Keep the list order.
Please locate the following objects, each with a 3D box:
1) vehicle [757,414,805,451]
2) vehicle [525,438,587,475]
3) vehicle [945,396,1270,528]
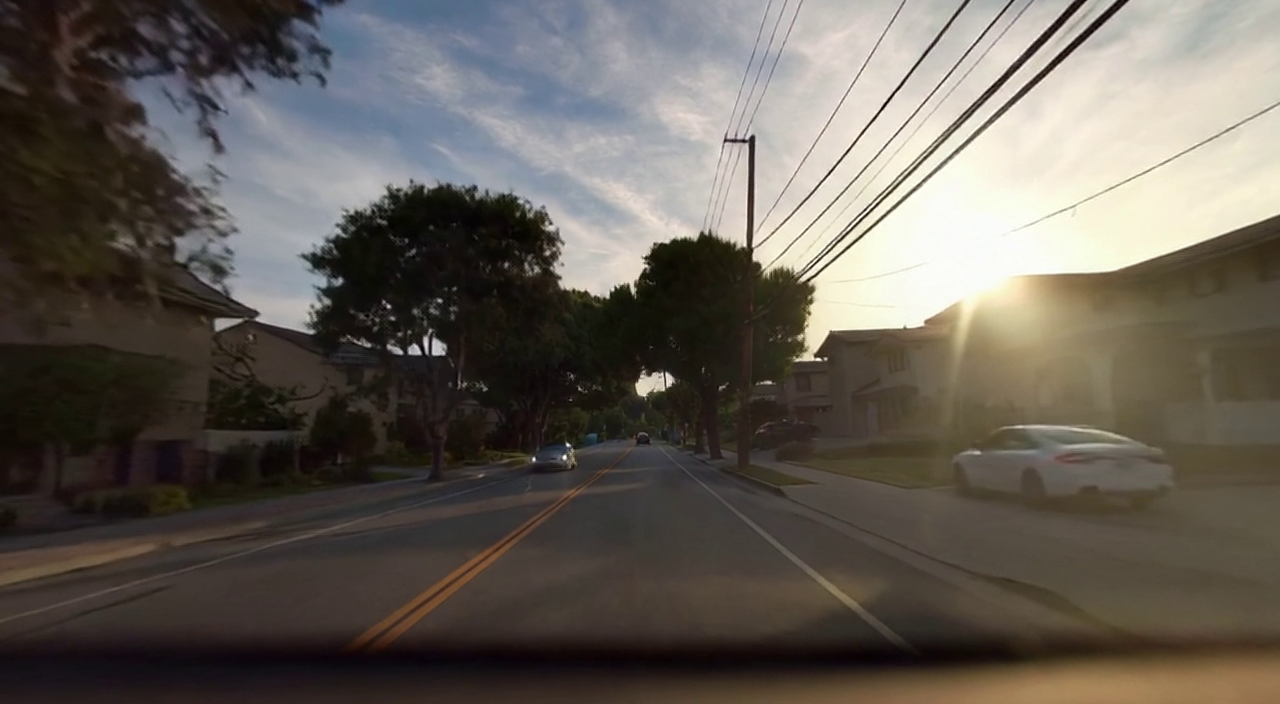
[{"bbox_3d":[7.904,4.571,35.650,1.878,1.743,4.556,-6,-9,4],"label":"vehicle"},{"bbox_3d":[-3.632,4.584,27.956,2.028,1.488,4.392,0,-8,1],"label":"vehicle"},{"bbox_3d":[7.095,1.735,10.382,2.071,1.510,4.418,-6,-8,4],"label":"vehicle"}]
